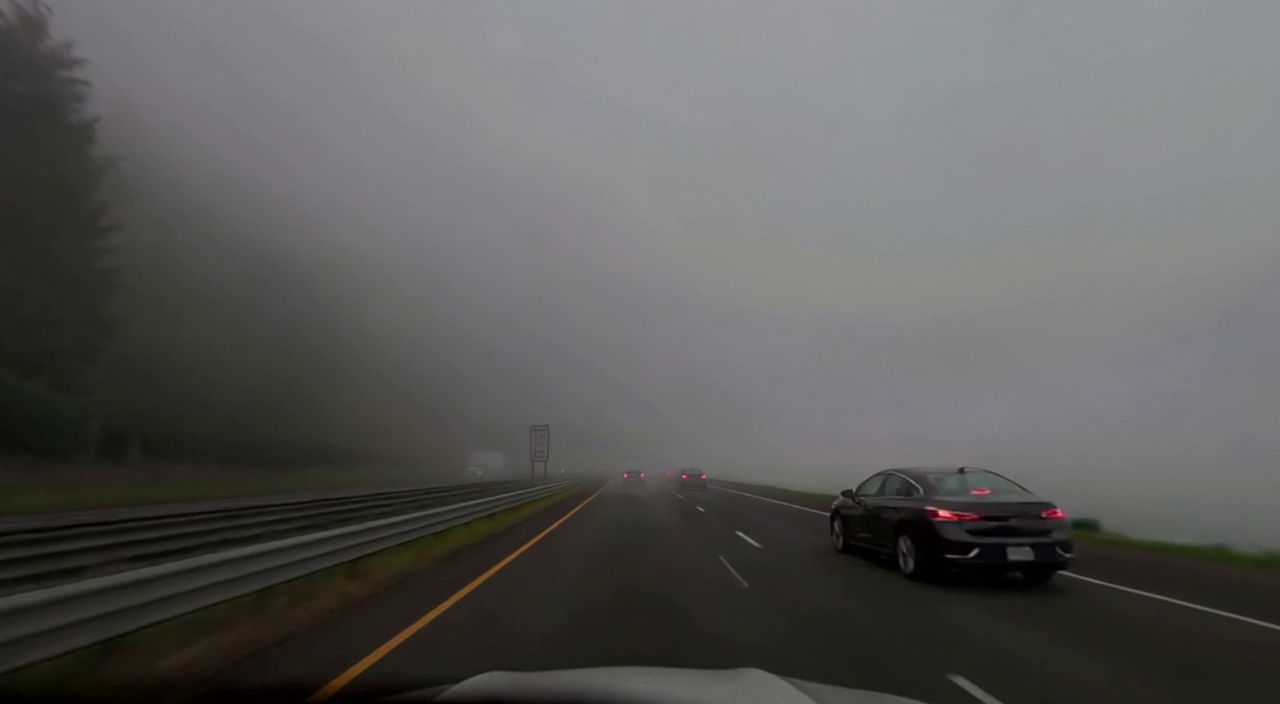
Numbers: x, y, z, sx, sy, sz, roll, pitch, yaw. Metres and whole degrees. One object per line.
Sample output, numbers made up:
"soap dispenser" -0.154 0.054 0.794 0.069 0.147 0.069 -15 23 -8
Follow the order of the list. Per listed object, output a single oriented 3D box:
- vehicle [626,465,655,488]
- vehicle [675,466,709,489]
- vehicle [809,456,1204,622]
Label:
"vehicle" 0.041 8.797 44.662 1.980 1.483 3.865 1 -11 0
"vehicle" 3.615 8.754 44.099 1.976 1.467 3.783 1 -11 -1
"vehicle" 3.908 2.115 8.081 2.018 1.426 4.941 1 -11 -1
